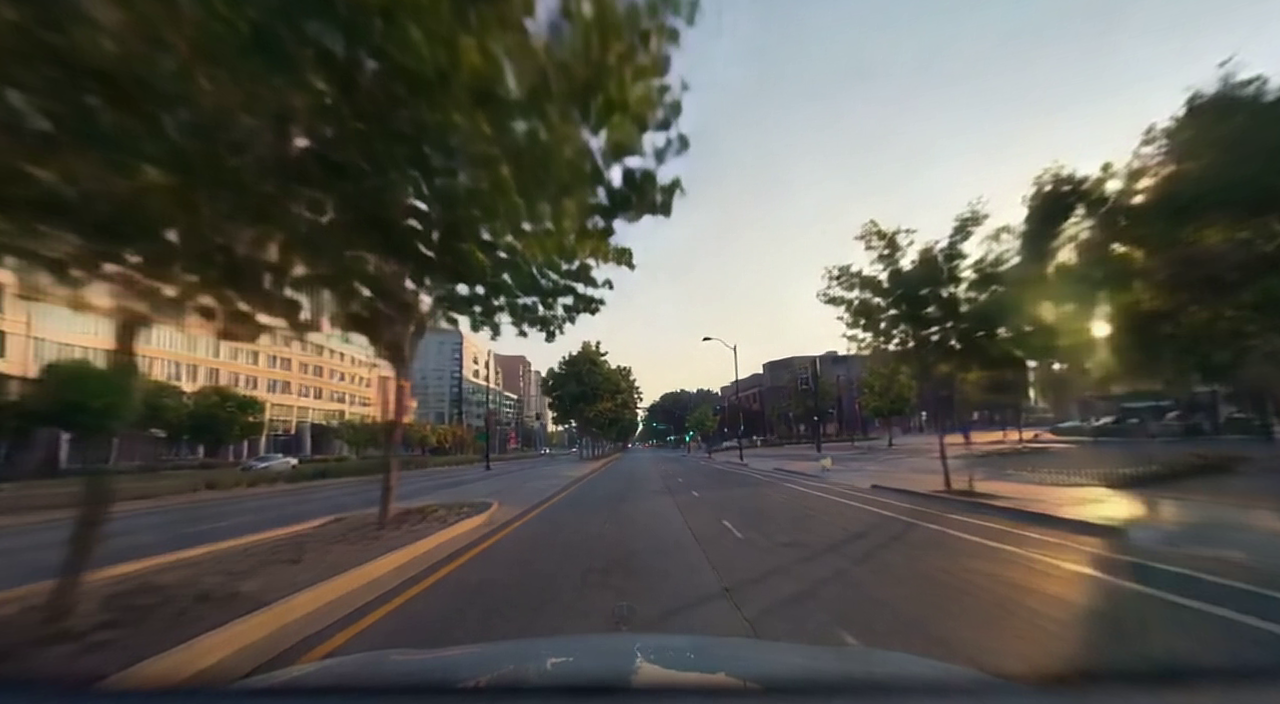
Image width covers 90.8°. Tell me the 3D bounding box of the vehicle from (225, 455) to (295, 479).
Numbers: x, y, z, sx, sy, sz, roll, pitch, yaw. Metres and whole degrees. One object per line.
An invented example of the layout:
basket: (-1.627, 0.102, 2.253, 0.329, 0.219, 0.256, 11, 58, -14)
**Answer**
vehicle: (-26.491, 7.998, 44.220, 1.927, 1.476, 4.717, 0, -9, 1)
